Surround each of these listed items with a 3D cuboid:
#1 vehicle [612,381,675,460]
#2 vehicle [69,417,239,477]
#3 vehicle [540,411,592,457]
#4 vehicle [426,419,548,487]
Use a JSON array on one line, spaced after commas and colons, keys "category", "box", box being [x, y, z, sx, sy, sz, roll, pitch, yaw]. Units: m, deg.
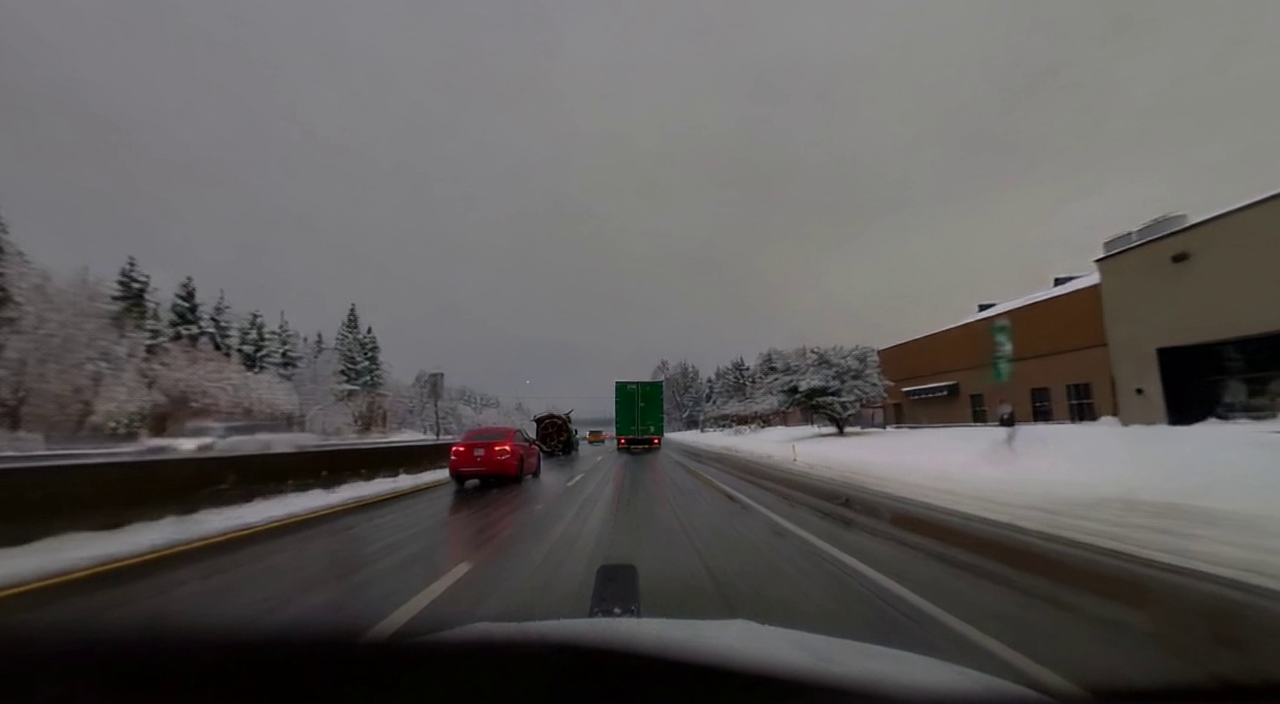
[{"category": "vehicle", "box": [0.071, 4.225, 37.753, 3.259, 4.066, 9.891, 0, -8, -1]}, {"category": "vehicle", "box": [-15.036, 2.957, 19.862, 2.059, 1.679, 4.241, 1, -8, -2]}, {"category": "vehicle", "box": [-4.620, 5.305, 40.623, 2.717, 2.714, 6.997, 0, -8, -1]}, {"category": "vehicle", "box": [-4.001, 2.741, 17.514, 2.005, 1.602, 5.131, 0, -8, 1]}]
